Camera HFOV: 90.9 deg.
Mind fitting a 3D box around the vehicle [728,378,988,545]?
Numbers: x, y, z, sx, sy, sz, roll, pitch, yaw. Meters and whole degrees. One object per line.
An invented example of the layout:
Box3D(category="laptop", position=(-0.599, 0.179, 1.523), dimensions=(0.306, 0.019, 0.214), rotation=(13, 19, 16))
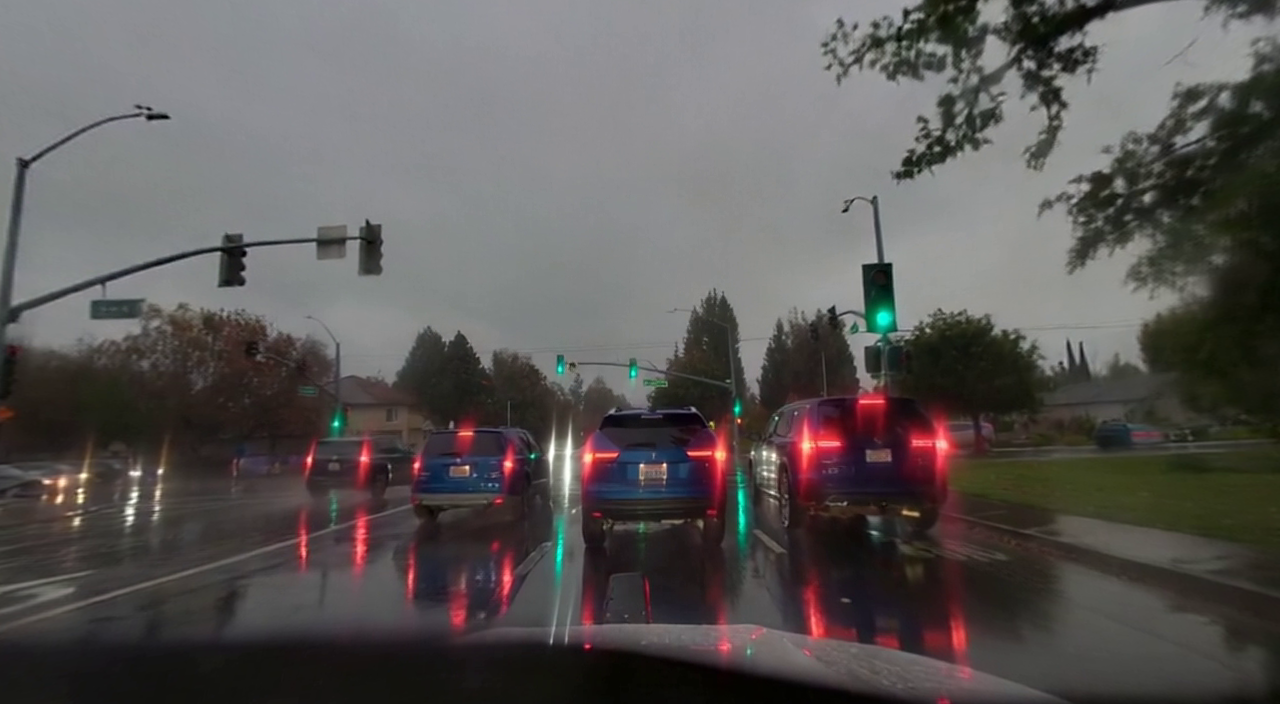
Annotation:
Box3D(category="vehicle", position=(3.105, 1.778, 10.736), dimensions=(2.338, 2.063, 5.672), rotation=(0, -9, 0))

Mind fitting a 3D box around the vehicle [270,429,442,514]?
Box3D(category="vehicle", position=(-6.332, 2.702, 14.758), dimensions=(2.052, 1.664, 4.476), rotation=(0, -8, -2))

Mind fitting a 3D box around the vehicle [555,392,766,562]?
Box3D(category="vehicle", position=(0.200, 1.636, 8.850), dimensions=(2.235, 1.778, 4.178), rotation=(0, -8, 0))

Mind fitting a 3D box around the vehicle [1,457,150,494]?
Box3D(category="vehicle", position=(-23.999, 5.239, 26.911), dimensions=(4.383, 1.456, 1.999), rotation=(0, -9, -1))

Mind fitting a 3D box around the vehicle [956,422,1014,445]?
Box3D(category="vehicle", position=(23.776, 5.684, 43.578), dimensions=(1.830, 1.516, 3.943), rotation=(0, -9, 1))

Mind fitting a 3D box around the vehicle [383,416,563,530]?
Box3D(category="vehicle", position=(-2.739, 2.131, 11.626), dimensions=(2.058, 1.659, 4.514), rotation=(0, -9, 0))
